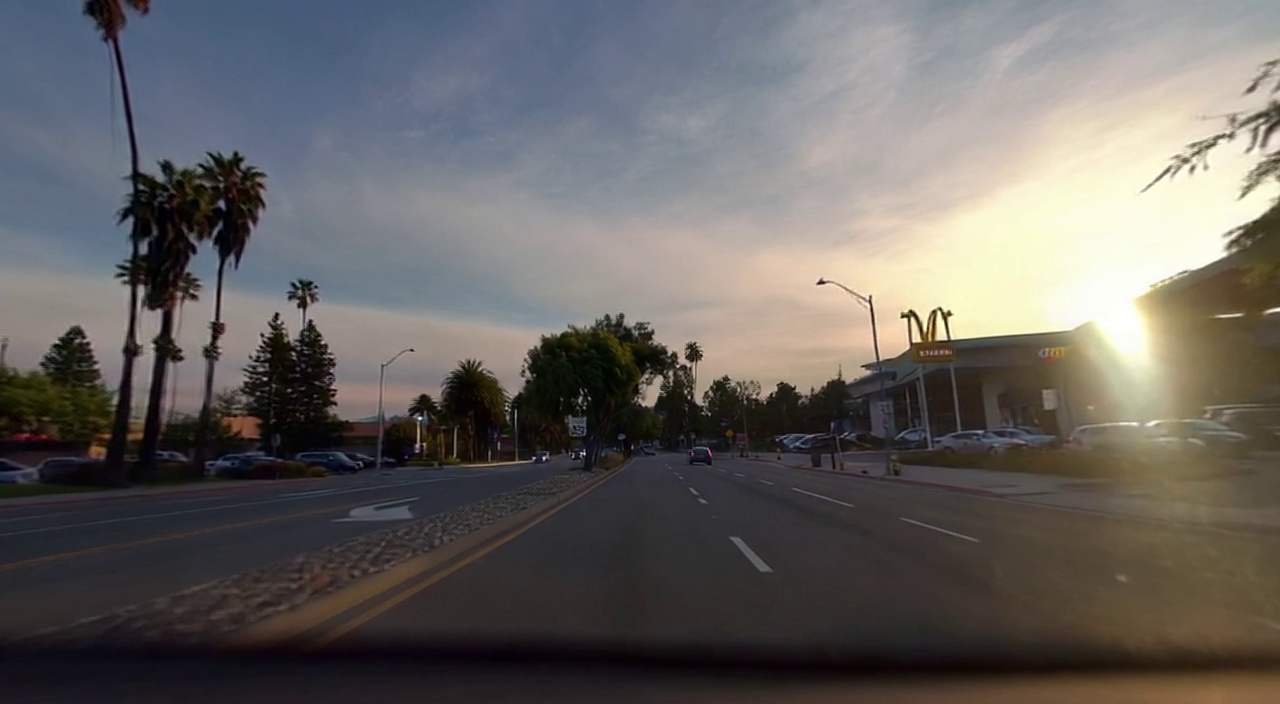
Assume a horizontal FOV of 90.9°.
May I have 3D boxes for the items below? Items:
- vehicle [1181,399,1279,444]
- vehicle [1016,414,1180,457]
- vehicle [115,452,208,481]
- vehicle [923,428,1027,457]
[{"bbox_3d":[31.356,3.535,31.670,6.052,2.013,2.331,0,-10,2],"label":"vehicle"},{"bbox_3d":[19.312,3.562,26.836,5.123,1.730,2.183,0,-9,3],"label":"vehicle"},{"bbox_3d":[-27.833,6.661,36.871,2.067,1.563,4.043,0,-9,3],"label":"vehicle"},{"bbox_3d":[18.725,5.112,35.431,4.691,1.545,1.900,-1,-9,5],"label":"vehicle"}]
